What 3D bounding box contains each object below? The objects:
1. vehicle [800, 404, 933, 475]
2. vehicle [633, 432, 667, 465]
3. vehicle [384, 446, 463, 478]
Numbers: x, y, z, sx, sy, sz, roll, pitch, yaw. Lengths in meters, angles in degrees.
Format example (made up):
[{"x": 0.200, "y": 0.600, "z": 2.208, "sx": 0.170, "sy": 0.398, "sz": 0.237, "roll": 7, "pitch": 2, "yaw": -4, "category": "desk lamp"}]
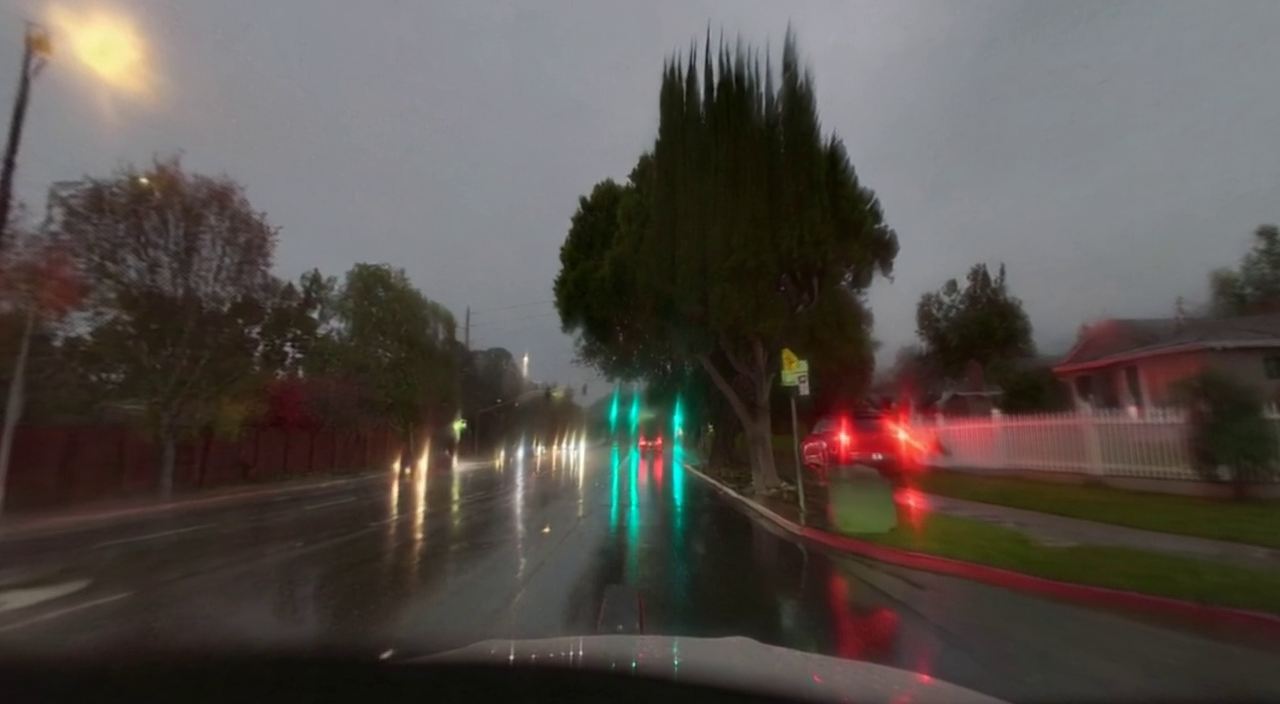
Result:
[{"x": 8.167, "y": 3.303, "z": 23.734, "sx": 2.531, "sy": 2.263, "sz": 6.802, "roll": 0, "pitch": -8, "yaw": 1, "category": "vehicle"}, {"x": 0.627, "y": 6.130, "z": 40.117, "sx": 2.059, "sy": 1.908, "sz": 4.714, "roll": 0, "pitch": -8, "yaw": 1, "category": "vehicle"}, {"x": -11.211, "y": 5.717, "z": 33.009, "sx": 2.176, "sy": 1.528, "sz": 4.750, "roll": -1, "pitch": -8, "yaw": 4, "category": "vehicle"}]
